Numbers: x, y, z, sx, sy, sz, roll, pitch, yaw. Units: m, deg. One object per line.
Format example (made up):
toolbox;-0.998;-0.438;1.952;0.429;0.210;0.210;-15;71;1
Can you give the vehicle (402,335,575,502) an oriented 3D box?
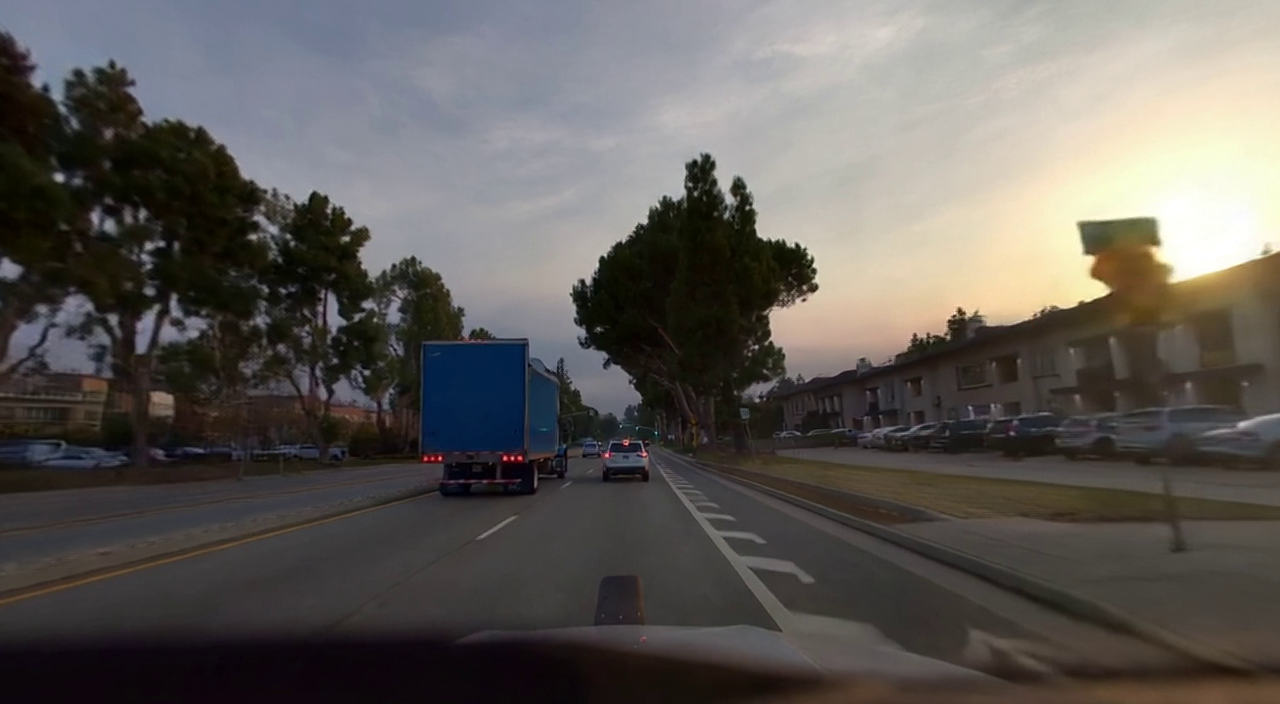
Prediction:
vehicle;-4.056;2.297;19.982;2.996;3.902;10.410;0;-8;-1

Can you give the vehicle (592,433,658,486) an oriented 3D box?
vehicle;-0.494;3.704;22.026;2.094;1.682;3.866;0;-8;-1
